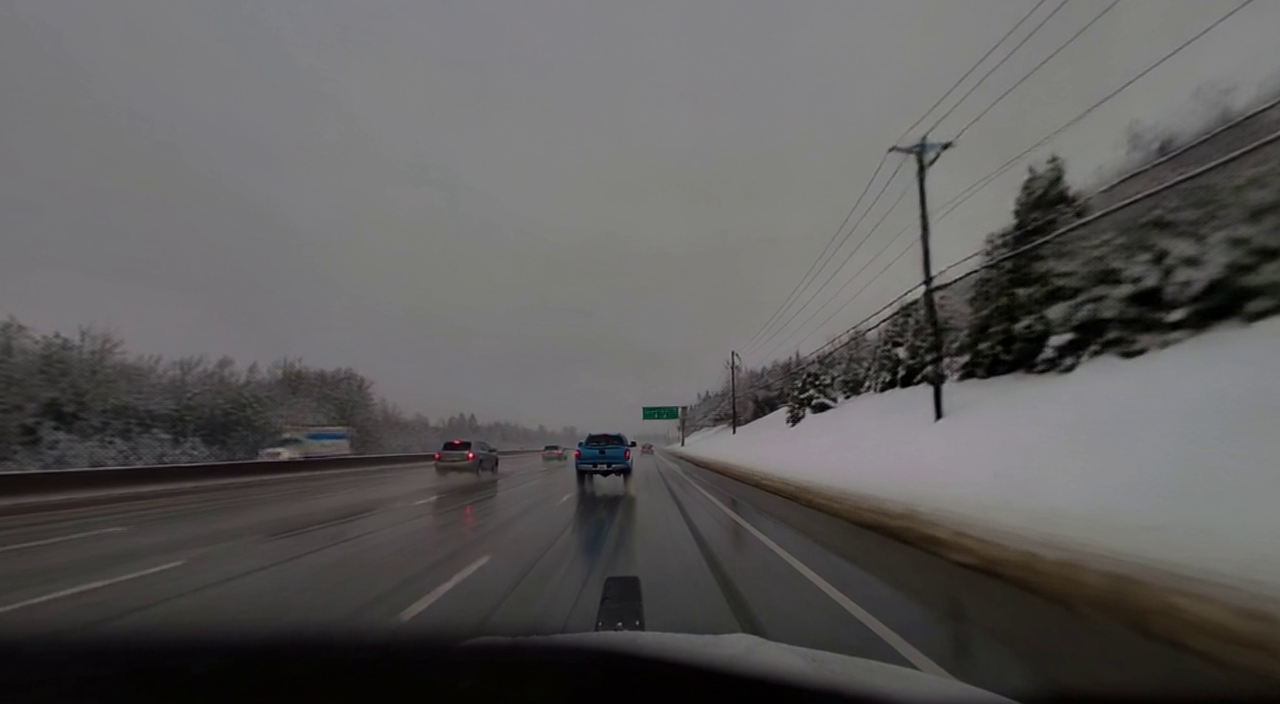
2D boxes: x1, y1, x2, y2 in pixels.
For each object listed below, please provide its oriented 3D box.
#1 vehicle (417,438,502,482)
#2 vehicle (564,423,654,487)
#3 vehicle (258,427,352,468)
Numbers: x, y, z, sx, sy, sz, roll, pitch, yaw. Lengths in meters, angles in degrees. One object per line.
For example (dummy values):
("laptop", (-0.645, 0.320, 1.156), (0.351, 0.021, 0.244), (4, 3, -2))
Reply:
("vehicle", (-7.158, 4.322, 25.469), (2.055, 1.618, 4.457), (0, -9, 1))
("vehicle", (-1.008, 3.869, 23.975), (2.972, 2.087, 6.126), (0, -9, 0))
("vehicle", (-20.184, 5.807, 38.349), (2.294, 2.243, 6.159), (0, -9, 0))
